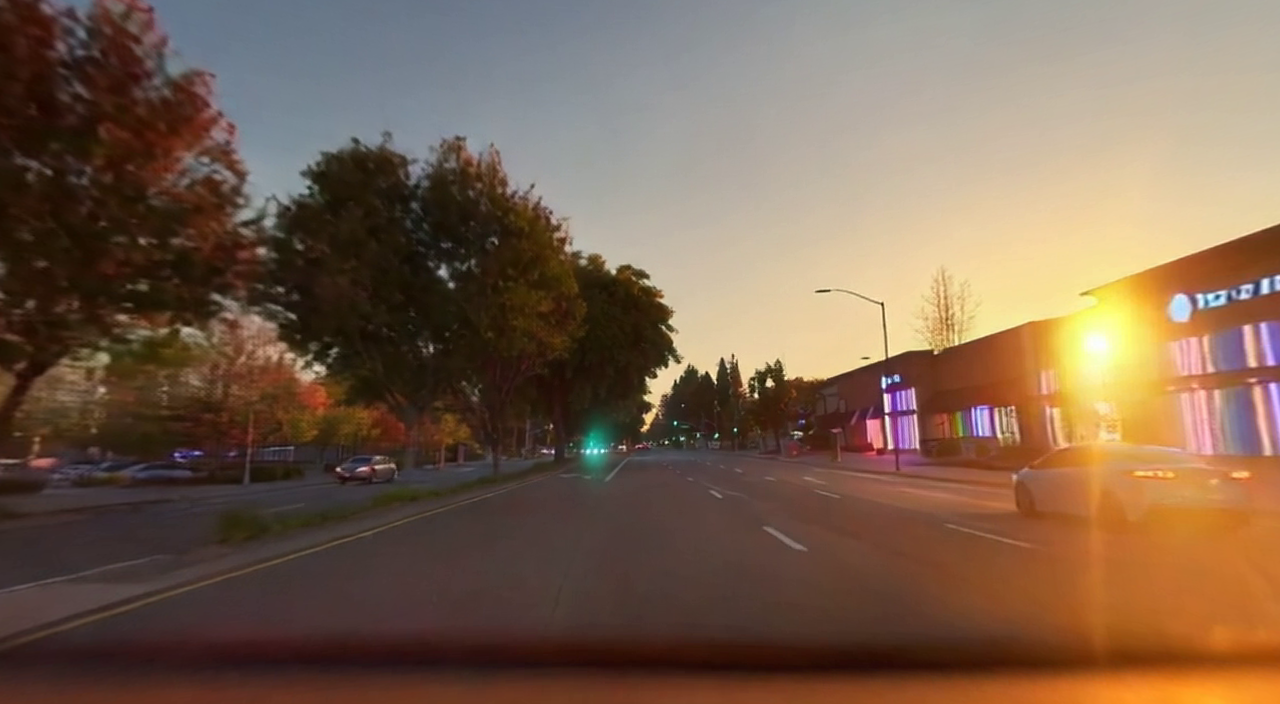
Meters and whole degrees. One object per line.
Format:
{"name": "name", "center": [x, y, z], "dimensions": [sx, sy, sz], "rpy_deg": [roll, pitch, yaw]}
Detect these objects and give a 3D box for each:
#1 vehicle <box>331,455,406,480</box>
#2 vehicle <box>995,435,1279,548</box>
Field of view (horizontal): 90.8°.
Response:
{"name": "vehicle", "center": [-18.271, 7.729, 42.462], "dimensions": [4.523, 1.494, 1.857], "rpy_deg": [-3, -9, 21]}
{"name": "vehicle", "center": [8.128, 2.157, 10.502], "dimensions": [1.936, 1.460, 4.258], "rpy_deg": [0, -8, 0]}
